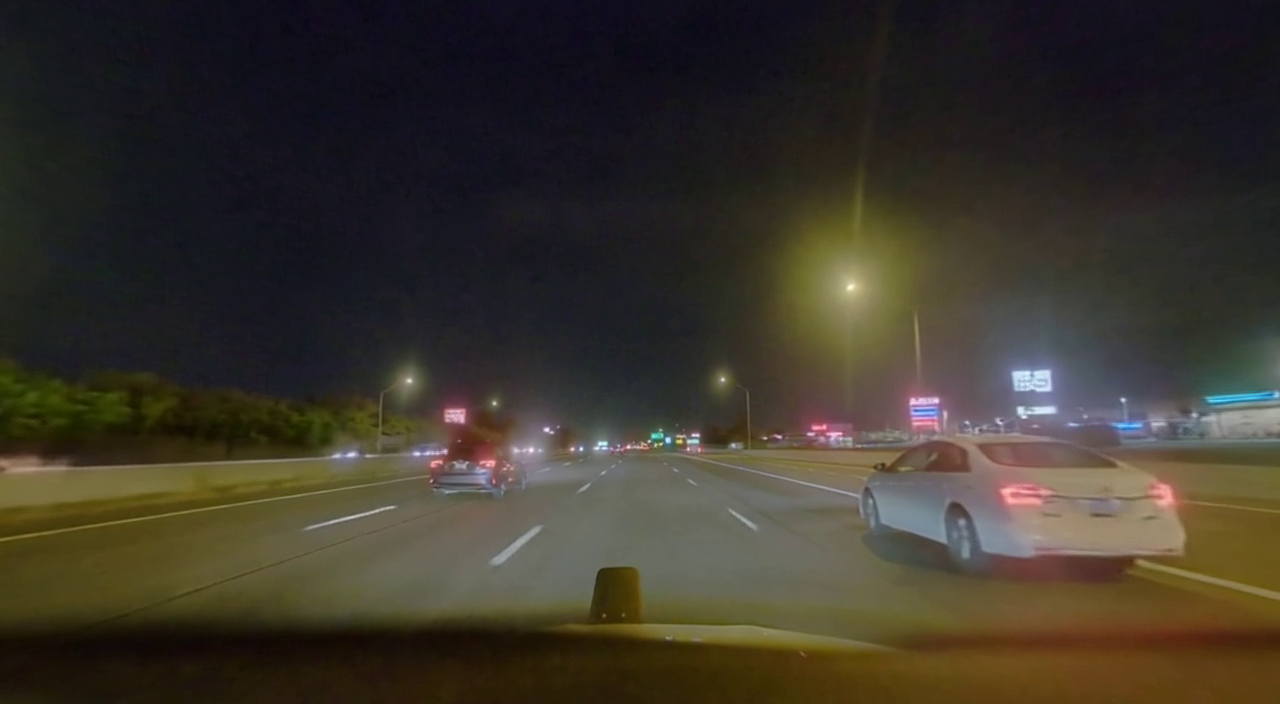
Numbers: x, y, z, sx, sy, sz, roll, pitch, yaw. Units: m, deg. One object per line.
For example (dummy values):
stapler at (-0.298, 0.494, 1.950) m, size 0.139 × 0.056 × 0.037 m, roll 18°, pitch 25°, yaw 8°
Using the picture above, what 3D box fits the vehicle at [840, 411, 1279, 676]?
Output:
vehicle at (3.858, 1.459, 6.157) m, size 2.164 × 1.507 × 4.914 m, roll 0°, pitch -8°, yaw -1°

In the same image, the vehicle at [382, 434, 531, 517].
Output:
vehicle at (-3.756, 2.603, 13.832) m, size 1.939 × 1.508 × 4.272 m, roll 0°, pitch -8°, yaw 1°
